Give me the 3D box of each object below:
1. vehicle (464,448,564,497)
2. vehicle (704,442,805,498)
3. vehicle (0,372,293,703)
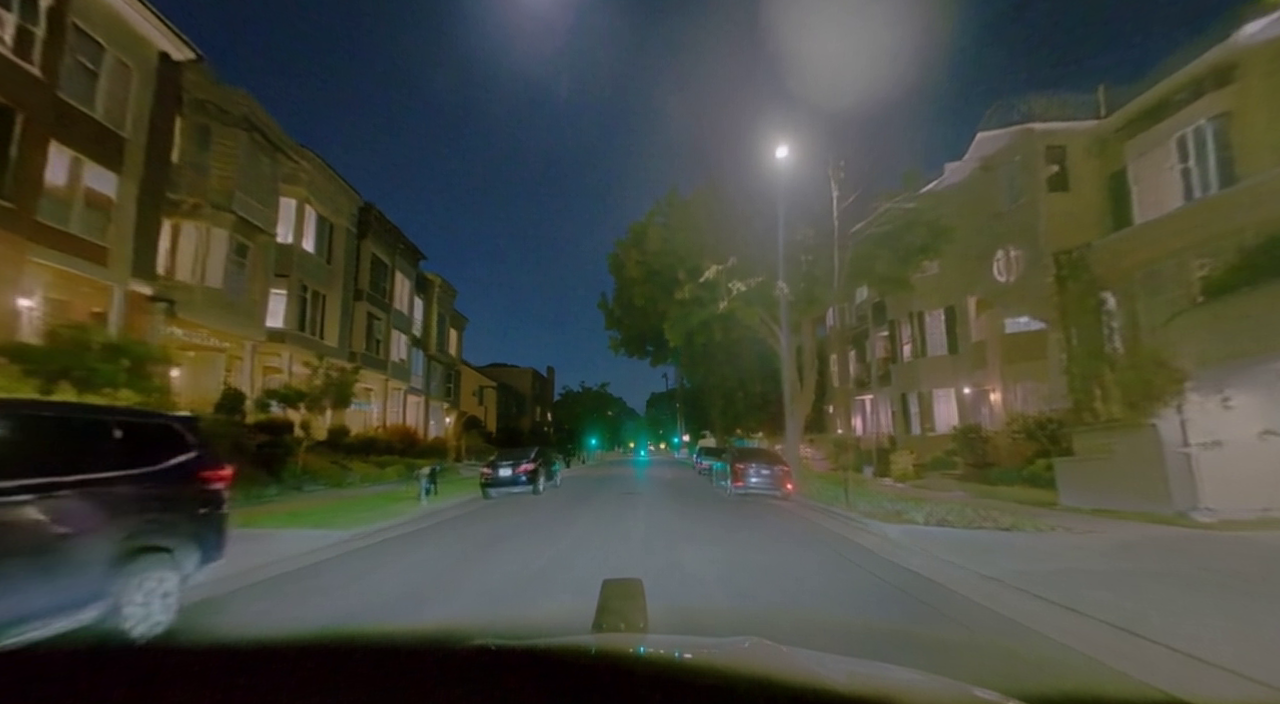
[{"bbox_3d":[-3.714,3.629,19.393,1.995,1.330,4.080,-1,-9,4],"label":"vehicle"},{"bbox_3d":[3.256,3.487,19.128,2.000,1.456,5.251,0,-9,-1],"label":"vehicle"},{"bbox_3d":[-4.194,1.029,3.495,2.108,1.686,4.129,-1,-8,1],"label":"vehicle"}]
